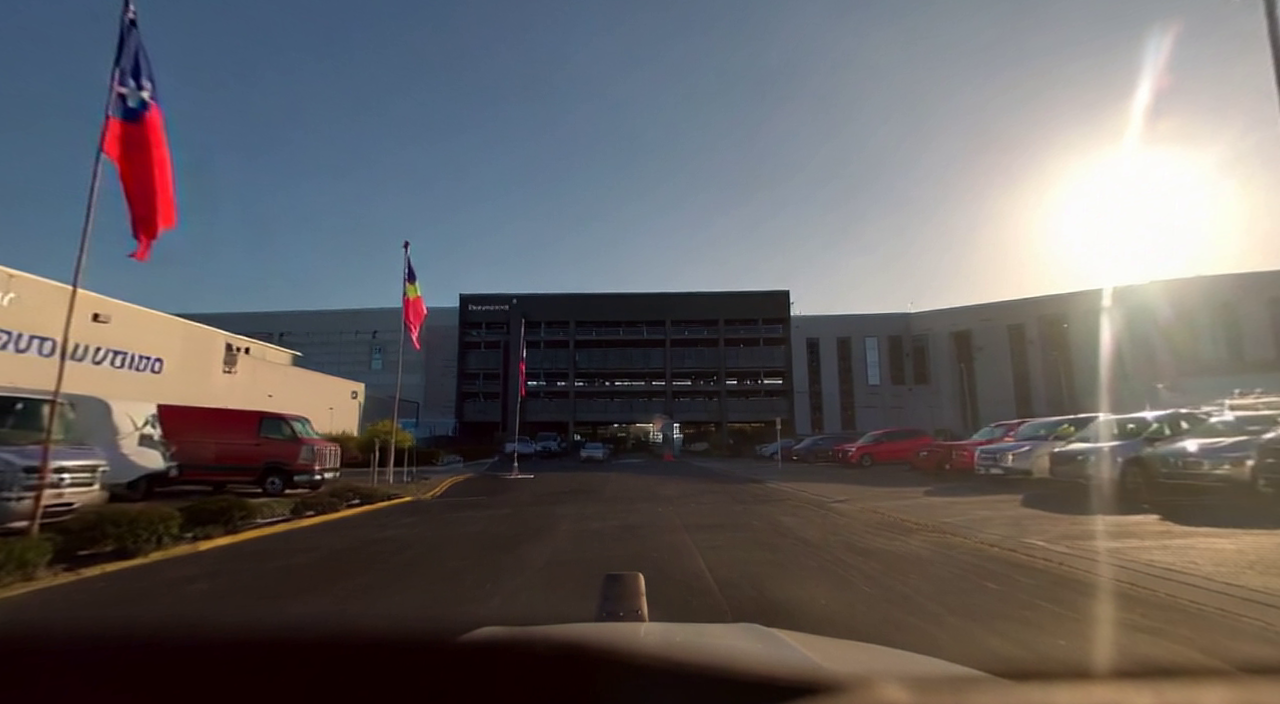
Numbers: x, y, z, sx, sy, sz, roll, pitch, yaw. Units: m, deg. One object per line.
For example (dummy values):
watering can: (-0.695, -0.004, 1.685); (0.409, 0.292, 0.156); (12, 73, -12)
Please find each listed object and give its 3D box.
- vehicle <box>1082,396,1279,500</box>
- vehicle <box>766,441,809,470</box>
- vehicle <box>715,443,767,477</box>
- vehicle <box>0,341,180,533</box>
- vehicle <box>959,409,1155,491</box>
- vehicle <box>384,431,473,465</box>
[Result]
vehicle: (11.906, 2.017, 12.932); (5.194, 1.769, 2.262); (5, -11, -25)
vehicle: (9.562, 6.636, 40.697); (2.021, 1.753, 4.342); (-3, -9, 21)
vehicle: (5.241, 5.647, 33.308); (2.026, 1.659, 4.314); (0, -8, 1)
vehicle: (-11.153, 1.397, 10.437); (5.254, 2.811, 2.188); (0, -8, 1)
vehicle: (10.836, 2.662, 16.353); (5.138, 1.778, 2.034); (8, -15, -31)
vehicle: (-13.197, 5.951, 39.320); (5.672, 1.963, 2.189); (-6, -10, 34)
